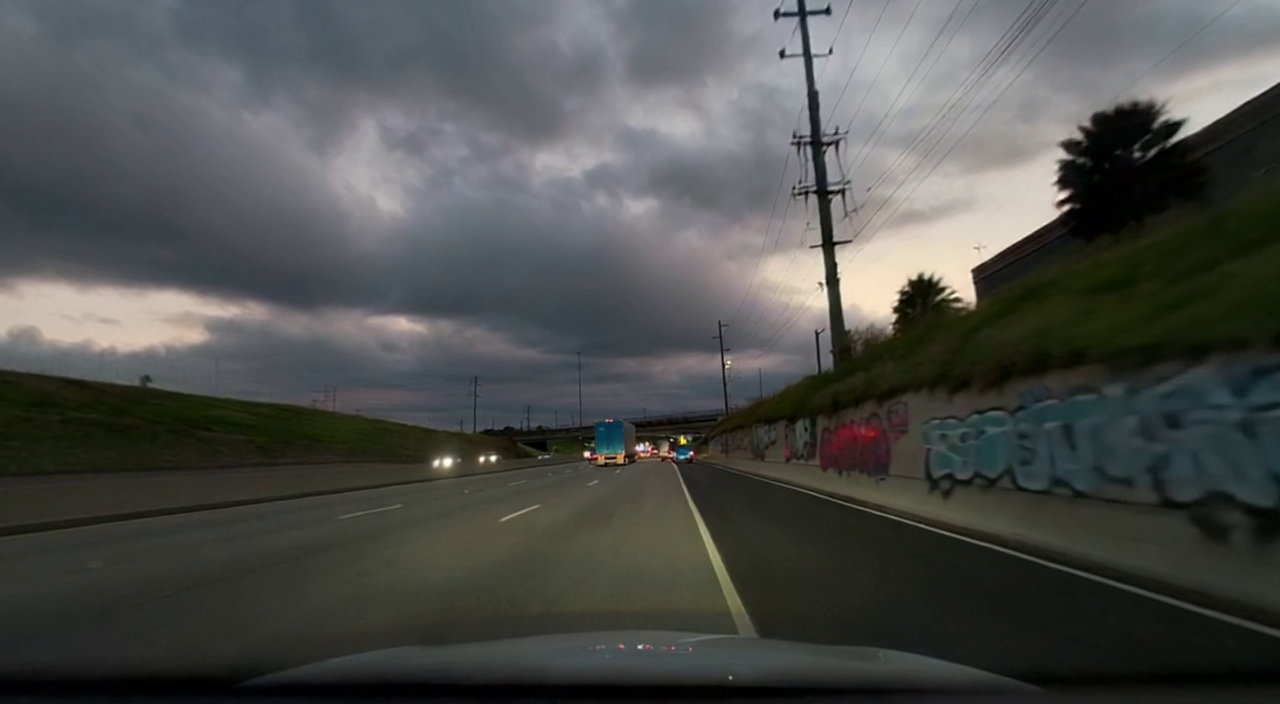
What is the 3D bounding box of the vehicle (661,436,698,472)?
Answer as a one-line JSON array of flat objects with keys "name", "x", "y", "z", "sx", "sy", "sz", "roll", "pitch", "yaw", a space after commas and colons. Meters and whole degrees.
[{"name": "vehicle", "x": 2.971, "y": 7.921, "z": 48.971, "sx": 2.462, "sy": 2.627, "sz": 5.799, "roll": -1, "pitch": -9, "yaw": 0}]
